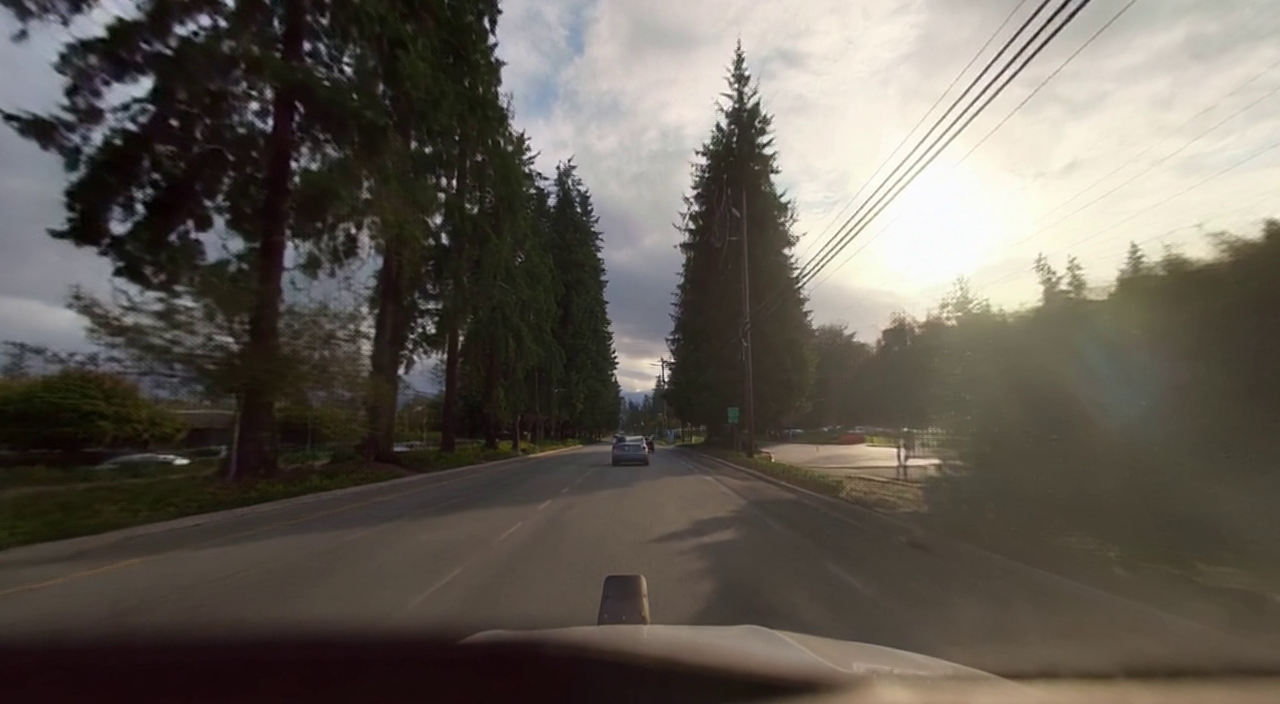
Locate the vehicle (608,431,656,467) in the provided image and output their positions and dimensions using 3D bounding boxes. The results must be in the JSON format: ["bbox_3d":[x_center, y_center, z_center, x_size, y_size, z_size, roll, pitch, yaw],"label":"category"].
[{"bbox_3d":[-0.335,4.266,27.817,1.991,1.463,3.988,0,-8,0],"label":"vehicle"}]
